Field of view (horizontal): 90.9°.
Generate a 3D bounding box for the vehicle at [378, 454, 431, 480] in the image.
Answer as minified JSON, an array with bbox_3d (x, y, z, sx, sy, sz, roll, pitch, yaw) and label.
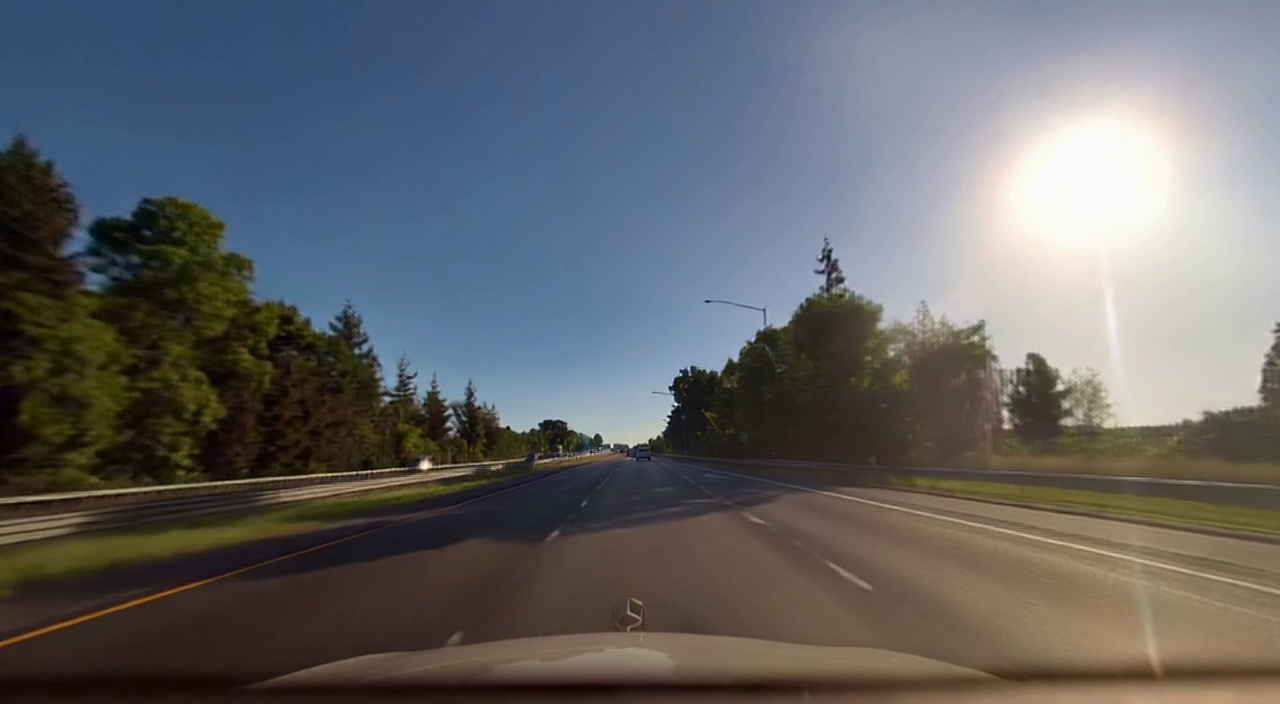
[{"bbox_3d":[-16.281,7.948,43.852,1.904,1.611,4.377,0,-9,1],"label":"vehicle"}]
